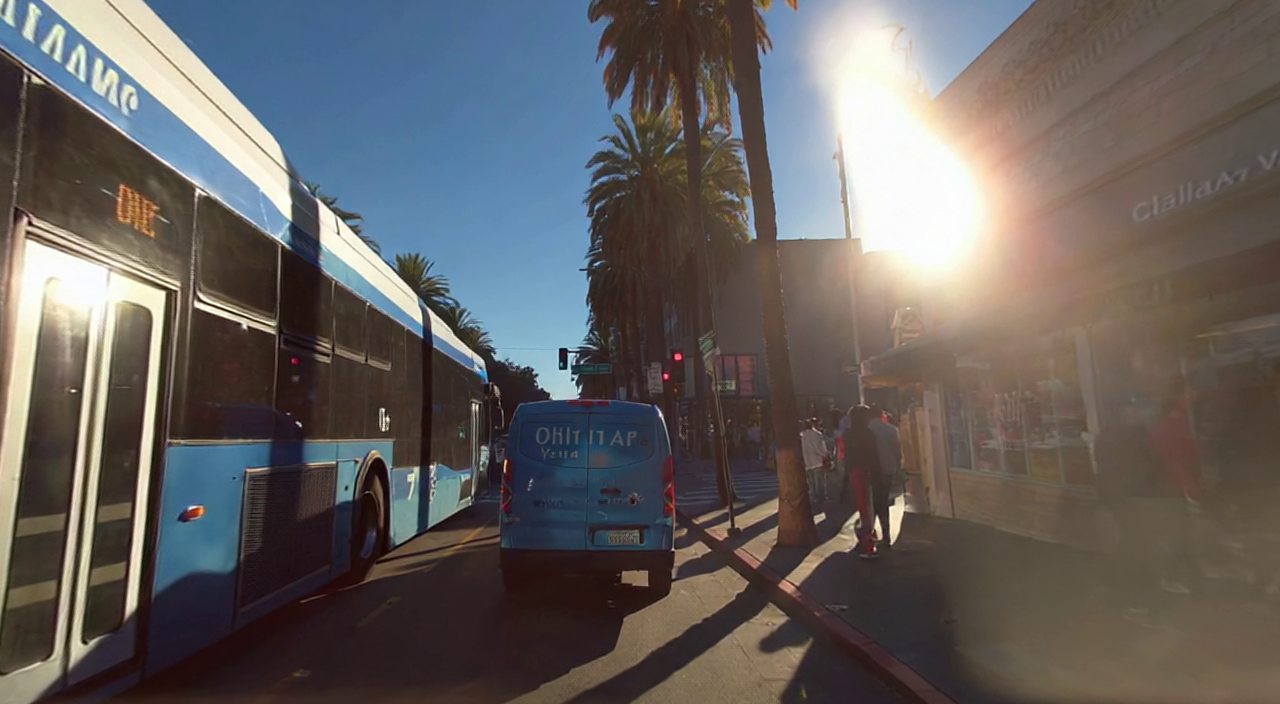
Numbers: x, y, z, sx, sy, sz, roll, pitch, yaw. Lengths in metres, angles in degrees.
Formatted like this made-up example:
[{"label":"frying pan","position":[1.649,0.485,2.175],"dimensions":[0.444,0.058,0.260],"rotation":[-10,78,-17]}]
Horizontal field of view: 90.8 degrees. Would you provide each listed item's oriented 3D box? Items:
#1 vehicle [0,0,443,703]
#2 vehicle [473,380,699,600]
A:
[{"label":"vehicle","position":[-3.720,0.132,2.851],"dimensions":[2.863,3.233,11.573],"rotation":[1,-8,-5]},{"label":"vehicle","position":[-0.793,1.524,7.801],"dimensions":[2.002,1.907,4.211],"rotation":[1,-9,-9]}]
